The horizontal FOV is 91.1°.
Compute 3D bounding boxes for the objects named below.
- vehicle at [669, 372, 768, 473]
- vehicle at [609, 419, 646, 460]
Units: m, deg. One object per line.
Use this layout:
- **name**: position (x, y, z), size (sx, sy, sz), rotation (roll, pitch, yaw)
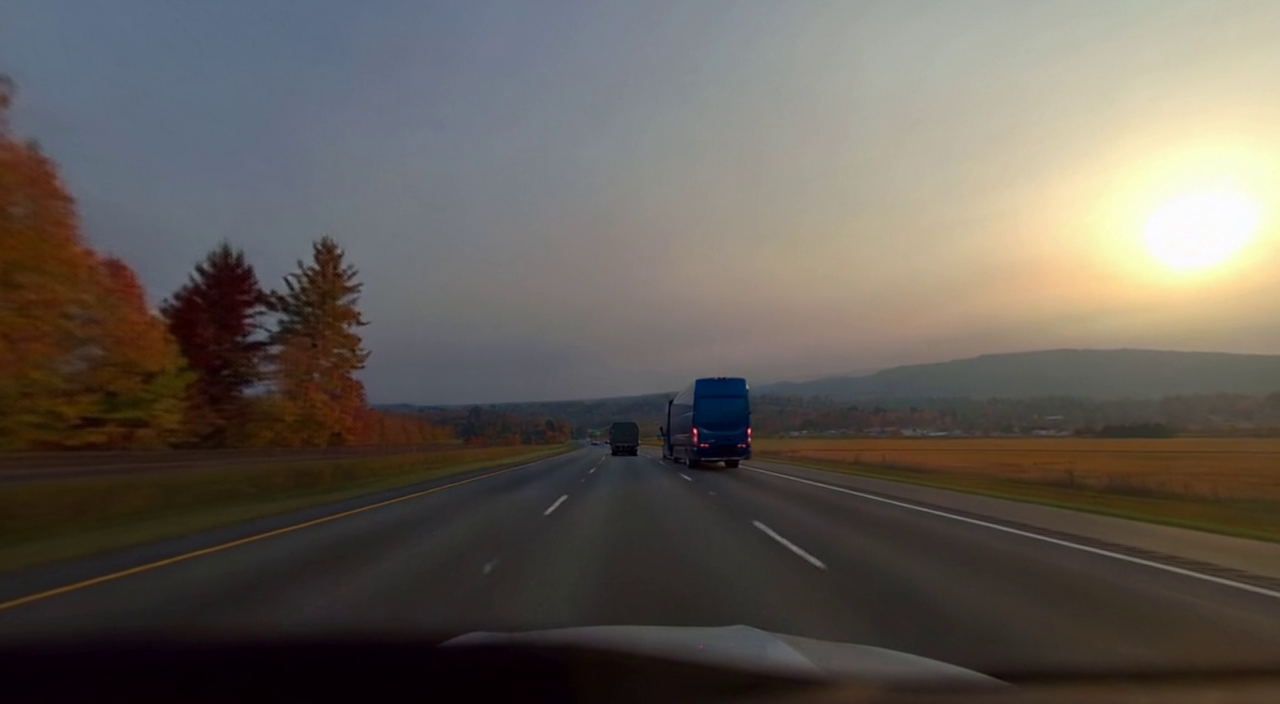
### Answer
- **vehicle**: position (3.466, 3.745, 32.172), size (3.128, 4.087, 13.351), rotation (0, -8, -1)
- **vehicle**: position (-0.860, 6.100, 43.877), size (2.389, 2.637, 5.437), rotation (0, -8, -1)
